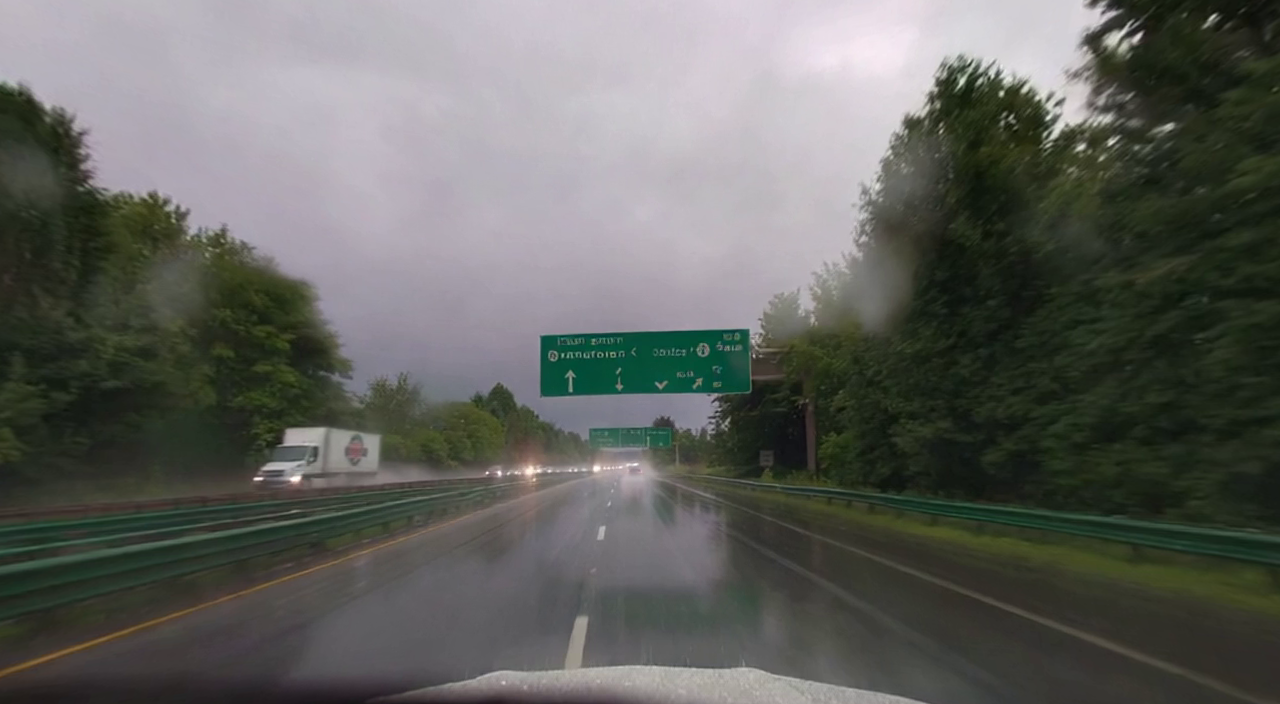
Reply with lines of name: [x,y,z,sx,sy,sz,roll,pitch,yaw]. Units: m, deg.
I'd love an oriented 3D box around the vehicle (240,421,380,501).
vehicle: [-15.599,5.341,30.620,2.688,3.314,7.619,1,-11,-1]
